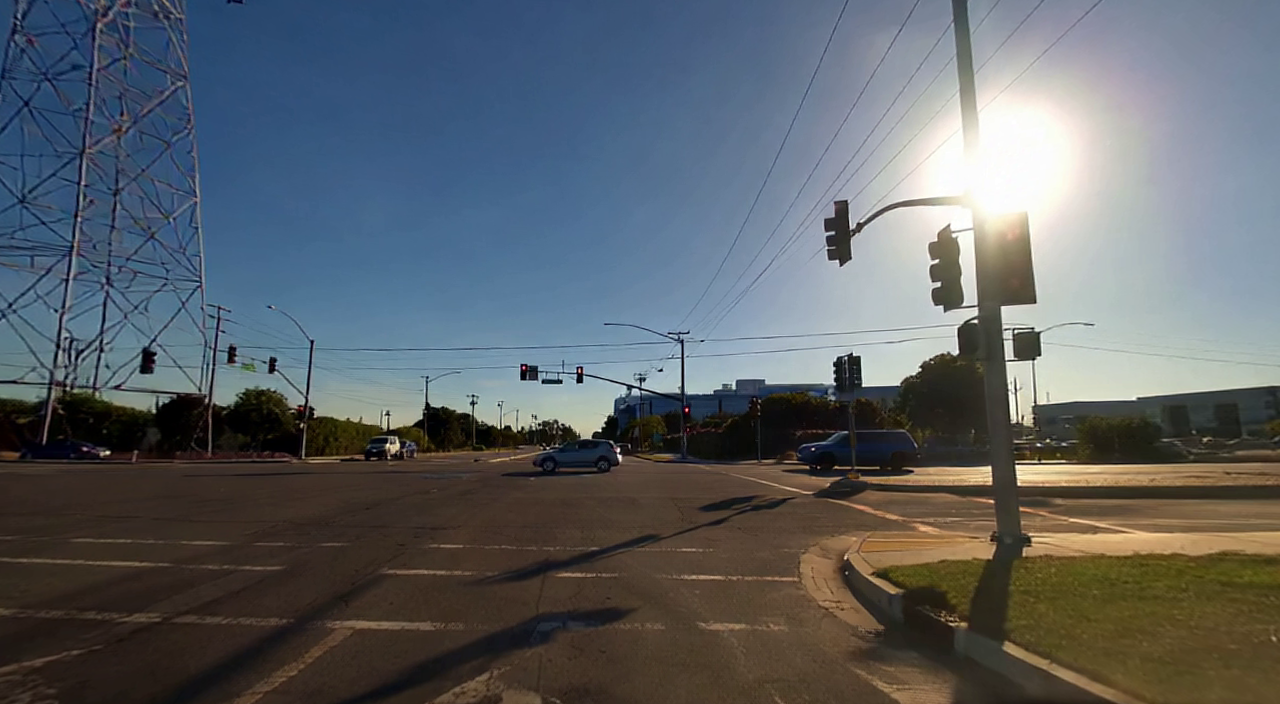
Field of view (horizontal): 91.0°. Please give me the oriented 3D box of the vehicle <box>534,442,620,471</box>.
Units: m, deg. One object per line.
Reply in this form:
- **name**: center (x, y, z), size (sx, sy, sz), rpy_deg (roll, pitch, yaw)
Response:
- **vehicle**: center (-3.536, 5.937, 35.841), size (4.529, 1.566, 1.842), rpy_deg (-2, -9, 12)

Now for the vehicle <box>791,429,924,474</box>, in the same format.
- **vehicle**: center (8.719, 4.031, 25.718), size (4.884, 1.714, 2.021), rpy_deg (-2, -9, 12)
